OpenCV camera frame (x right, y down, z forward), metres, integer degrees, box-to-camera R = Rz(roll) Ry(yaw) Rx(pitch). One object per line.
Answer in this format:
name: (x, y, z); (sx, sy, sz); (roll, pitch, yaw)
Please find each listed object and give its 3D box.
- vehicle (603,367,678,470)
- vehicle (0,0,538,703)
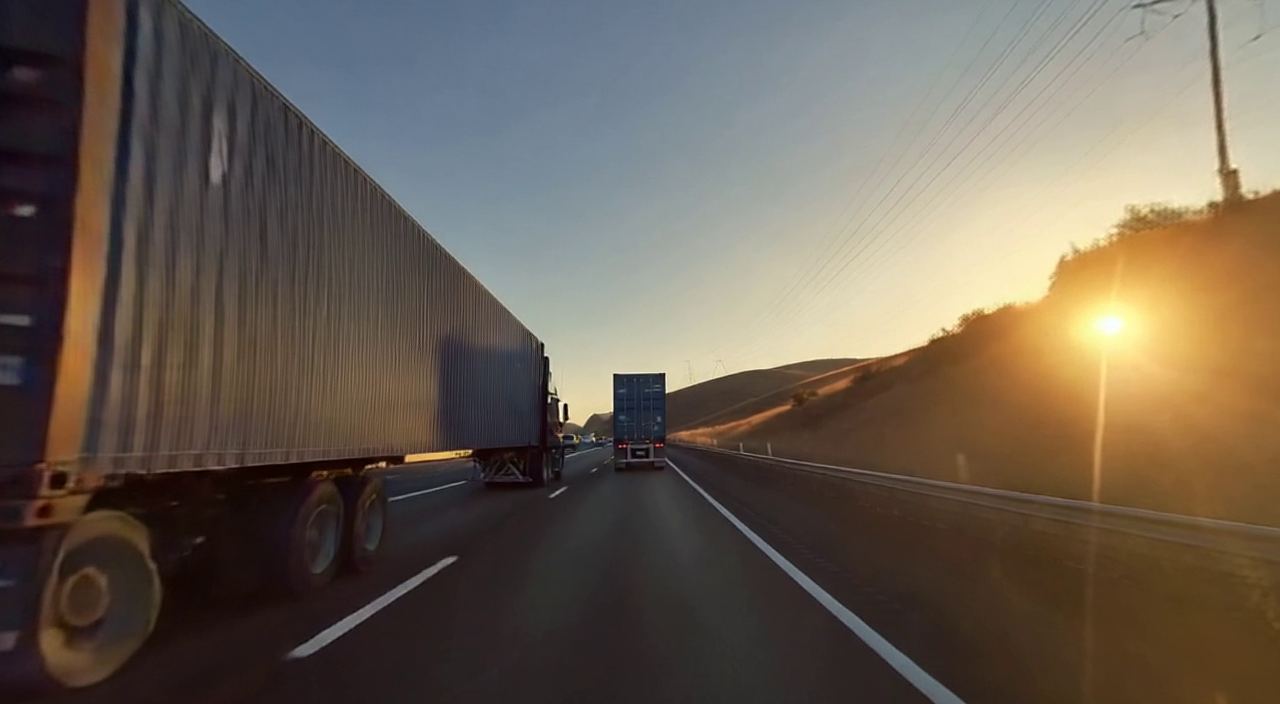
vehicle: (-0.060, 3.493, 31.121); (3.006, 4.120, 11.586); (0, -8, -1)
vehicle: (-4.122, 0.362, 8.319); (3.065, 4.105, 13.706); (0, -8, 1)
